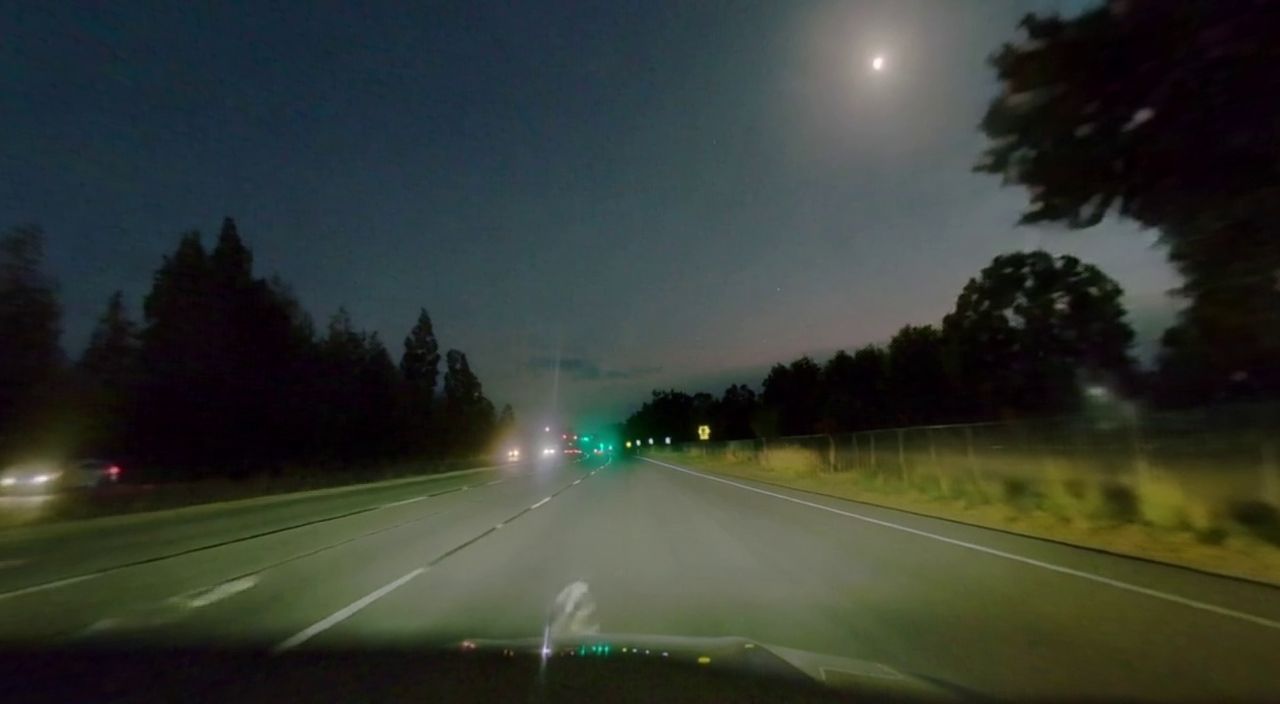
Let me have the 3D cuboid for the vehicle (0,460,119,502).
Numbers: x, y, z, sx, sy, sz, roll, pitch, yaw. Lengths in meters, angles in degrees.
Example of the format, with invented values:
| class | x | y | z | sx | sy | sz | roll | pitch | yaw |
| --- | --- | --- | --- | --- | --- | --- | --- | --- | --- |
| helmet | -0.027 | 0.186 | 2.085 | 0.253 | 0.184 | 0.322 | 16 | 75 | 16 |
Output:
| class | x | y | z | sx | sy | sz | roll | pitch | yaw |
| --- | --- | --- | --- | --- | --- | --- | --- | --- | --- |
| vehicle | -24.230 | 5.210 | 25.797 | 1.914 | 1.500 | 4.462 | -1 | -9 | 0 |
